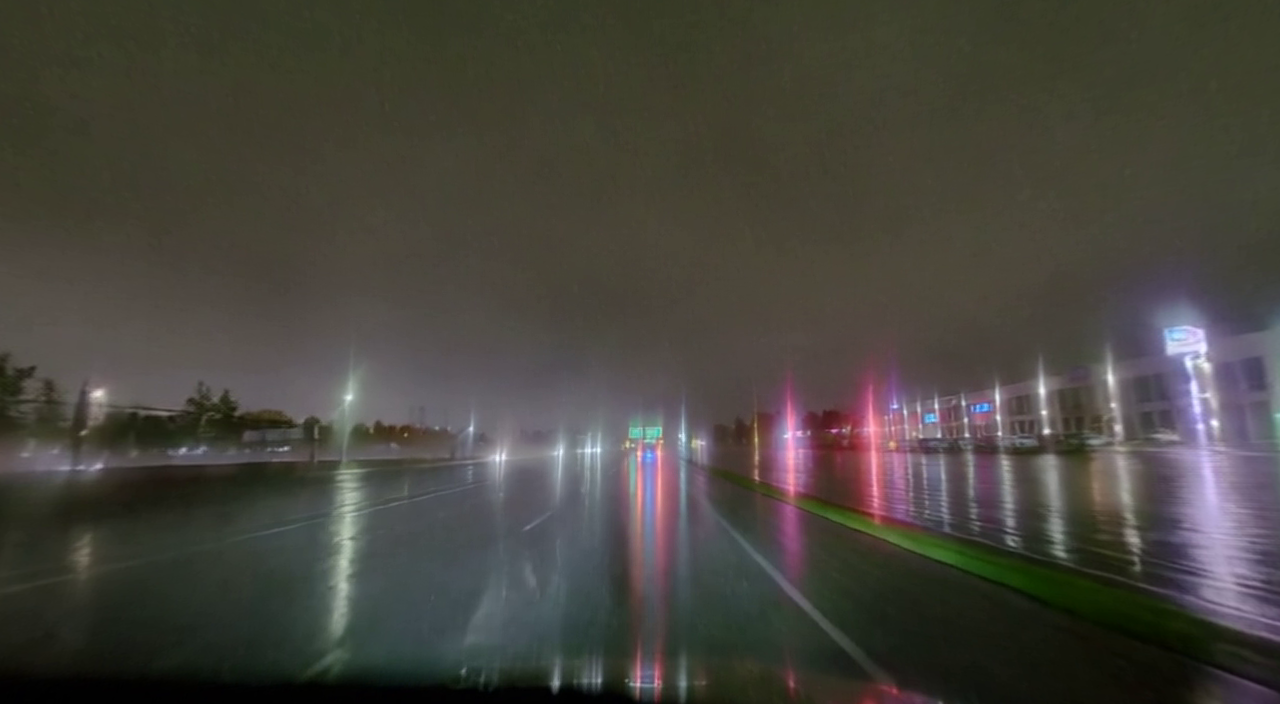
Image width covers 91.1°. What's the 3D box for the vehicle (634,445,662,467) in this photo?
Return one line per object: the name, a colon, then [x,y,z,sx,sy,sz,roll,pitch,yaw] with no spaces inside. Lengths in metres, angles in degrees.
vehicle: [0.579,7.796,47.228,2.014,1.507,3.960,-1,-9,1]
